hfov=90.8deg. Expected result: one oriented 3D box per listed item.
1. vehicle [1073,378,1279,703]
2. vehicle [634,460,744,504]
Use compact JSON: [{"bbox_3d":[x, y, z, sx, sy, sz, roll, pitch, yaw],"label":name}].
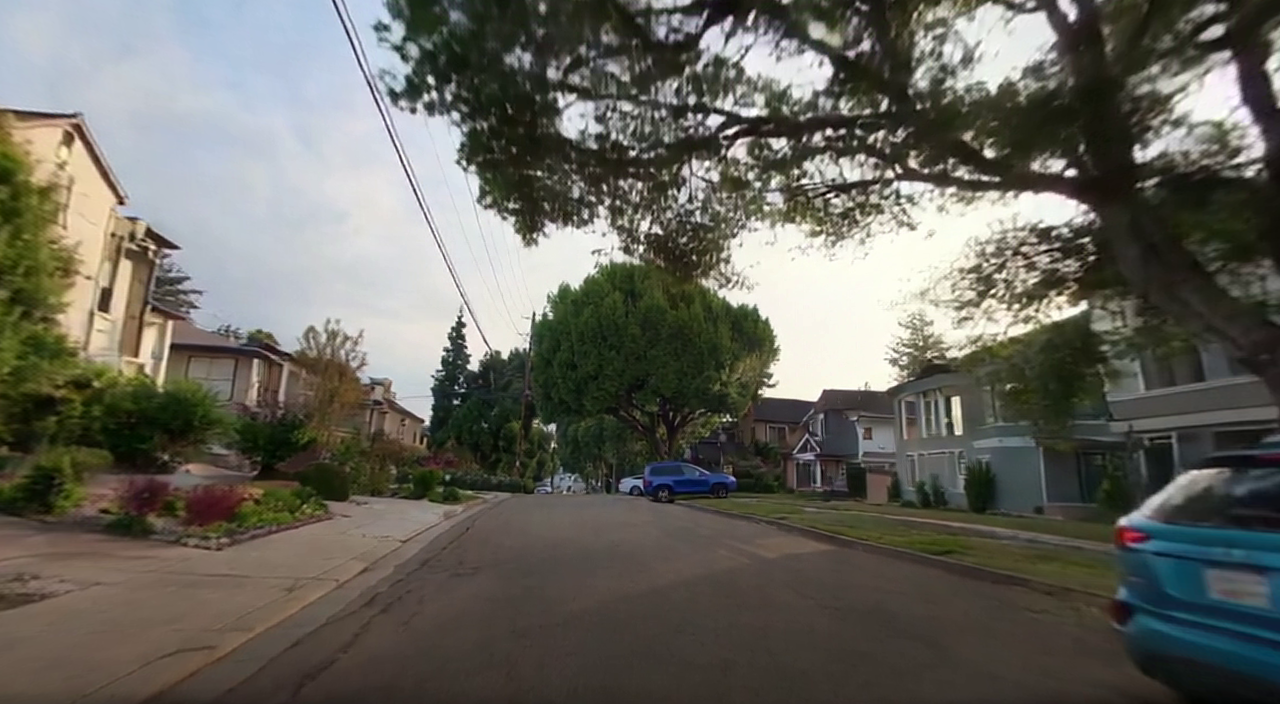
[{"bbox_3d":[4.959,1.269,2.913,4.501,1.678,2.078,8,-9,-1],"label":"vehicle"},{"bbox_3d":[2.068,5.596,27.378,4.413,1.728,1.869,1,-9,-10],"label":"vehicle"}]
